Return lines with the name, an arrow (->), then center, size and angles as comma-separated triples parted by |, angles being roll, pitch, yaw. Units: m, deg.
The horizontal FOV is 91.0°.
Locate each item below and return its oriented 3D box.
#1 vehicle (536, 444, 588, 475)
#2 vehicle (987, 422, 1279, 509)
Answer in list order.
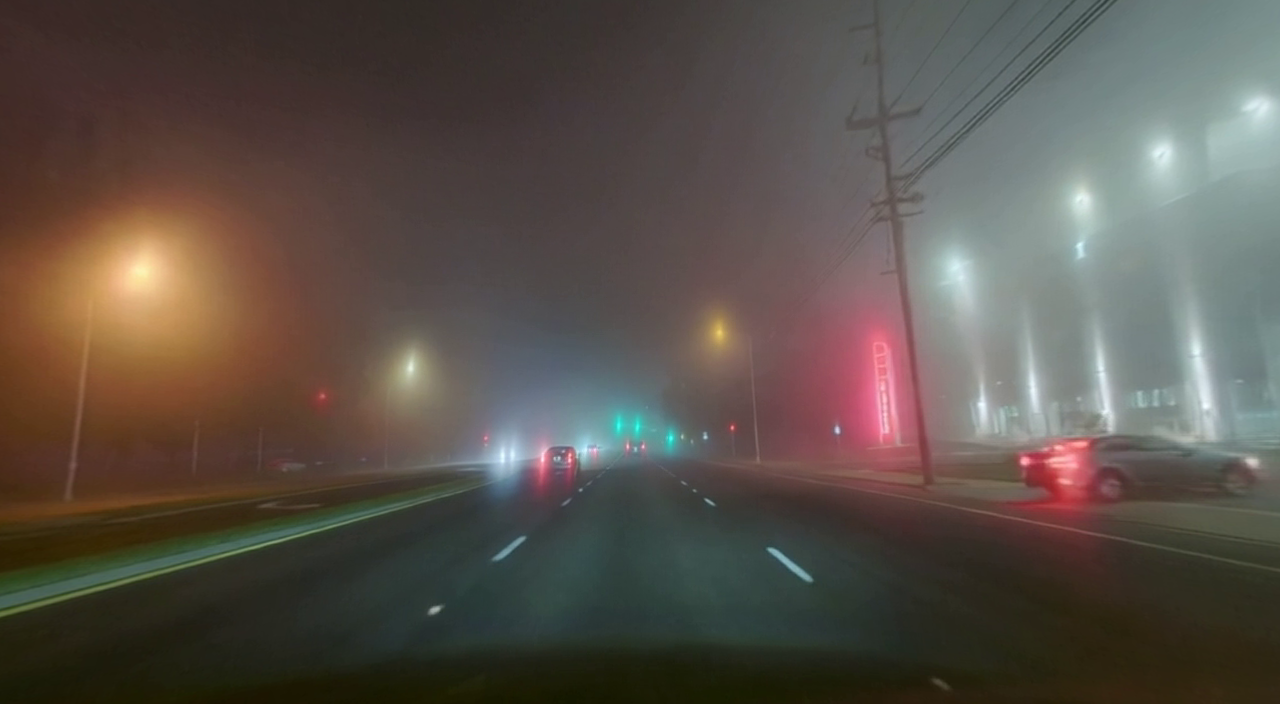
vehicle -> -3.797, 5.326, 31.497 | 2.076, 1.444, 4.328 | 0, -8, 0
vehicle -> 10.217, 2.295, 13.042 | 4.885, 1.576, 2.024 | 0, -8, -6
